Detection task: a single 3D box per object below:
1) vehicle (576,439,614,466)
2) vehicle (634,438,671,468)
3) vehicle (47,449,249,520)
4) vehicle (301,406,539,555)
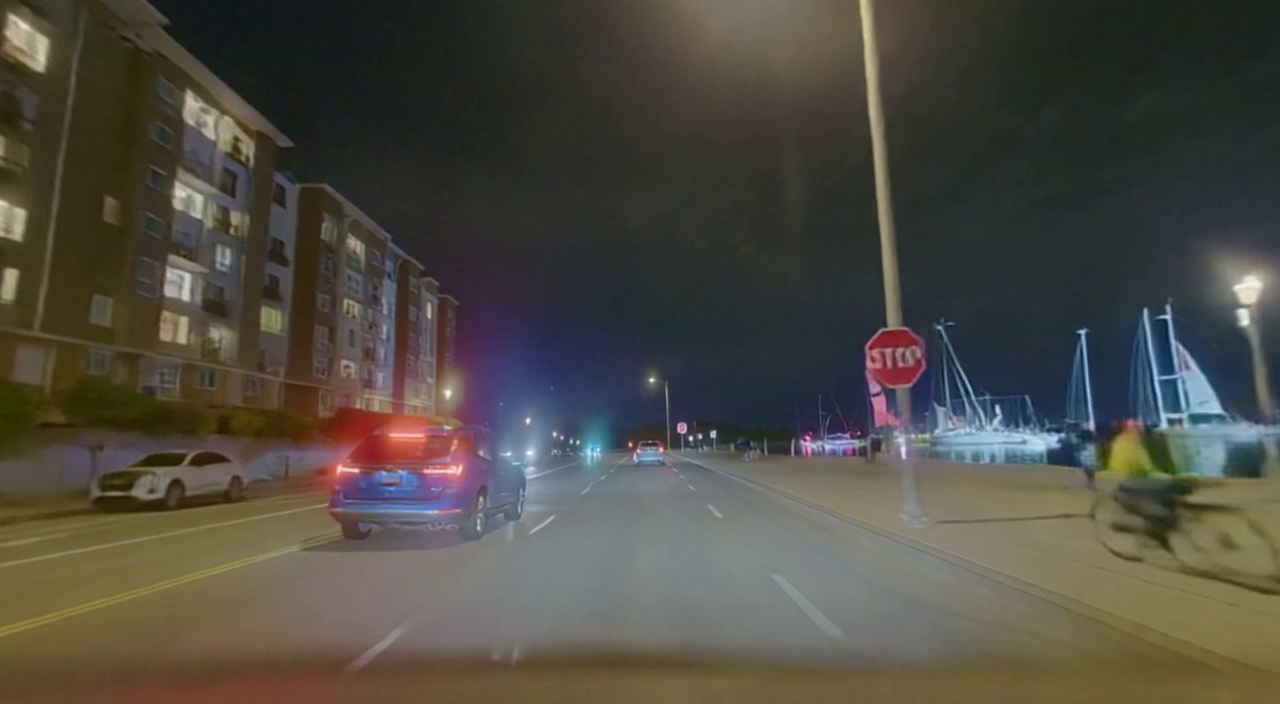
[{"bbox_3d":[-2.942,6.658,42.027,2.056,1.680,4.205,-1,-9,2],"label":"vehicle"},{"bbox_3d":[0.709,5.903,37.048,2.057,1.624,3.726,-1,-9,1],"label":"vehicle"},{"bbox_3d":[-13.638,3.649,17.932,2.117,1.703,4.373,-1,-9,2],"label":"vehicle"},{"bbox_3d":[-3.099,1.939,10.199,2.082,1.817,4.724,-1,-9,1],"label":"vehicle"}]
